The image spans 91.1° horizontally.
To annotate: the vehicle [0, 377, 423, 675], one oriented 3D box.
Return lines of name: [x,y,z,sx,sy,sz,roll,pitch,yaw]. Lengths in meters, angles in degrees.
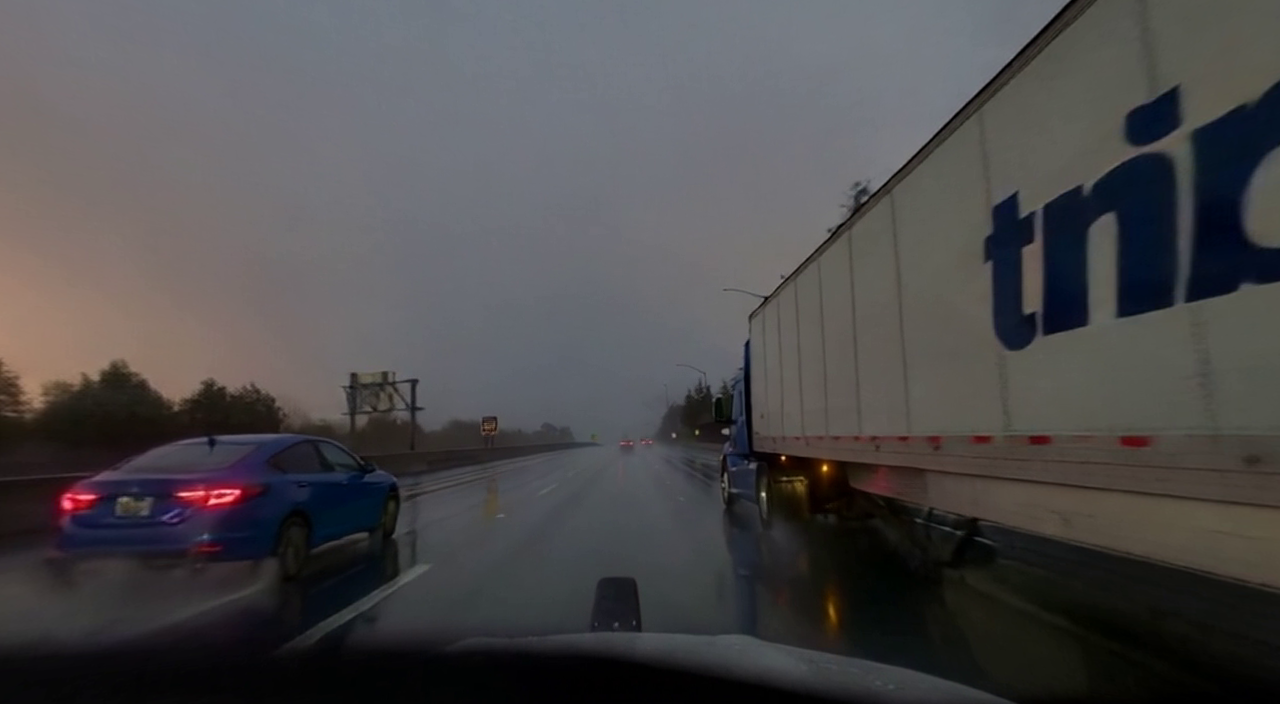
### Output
vehicle: [-3.780,1.270,5.805,2.063,1.661,4.439,0,-8,-2]

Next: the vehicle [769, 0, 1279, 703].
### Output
vehicle: [3.922,-0.244,5.131,2.850,3.894,13.987,-1,-7,0]
